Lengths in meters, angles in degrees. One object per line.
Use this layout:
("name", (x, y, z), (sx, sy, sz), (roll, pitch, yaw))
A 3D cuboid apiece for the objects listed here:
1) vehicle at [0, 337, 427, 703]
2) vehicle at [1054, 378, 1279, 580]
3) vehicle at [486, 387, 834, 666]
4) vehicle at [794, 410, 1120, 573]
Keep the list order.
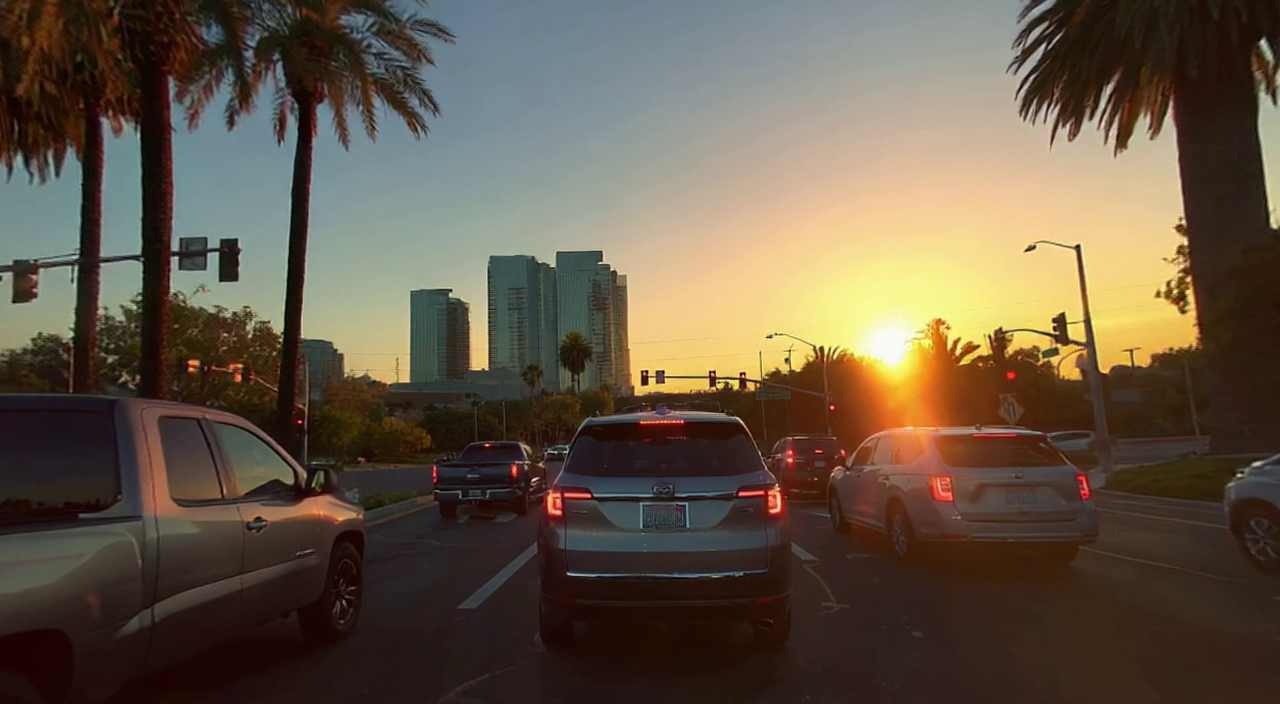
("vehicle", (-3.174, 1.089, 3.891), (2.171, 1.702, 4.416), (0, -9, 0))
("vehicle", (7.310, 1.269, 6.348), (2.337, 1.925, 5.728), (0, -8, 0))
("vehicle", (0.149, 1.373, 5.999), (2.123, 1.704, 4.128), (0, -8, 1))
("vehicle", (3.995, 1.863, 9.282), (2.072, 1.704, 5.170), (0, -8, -1))
